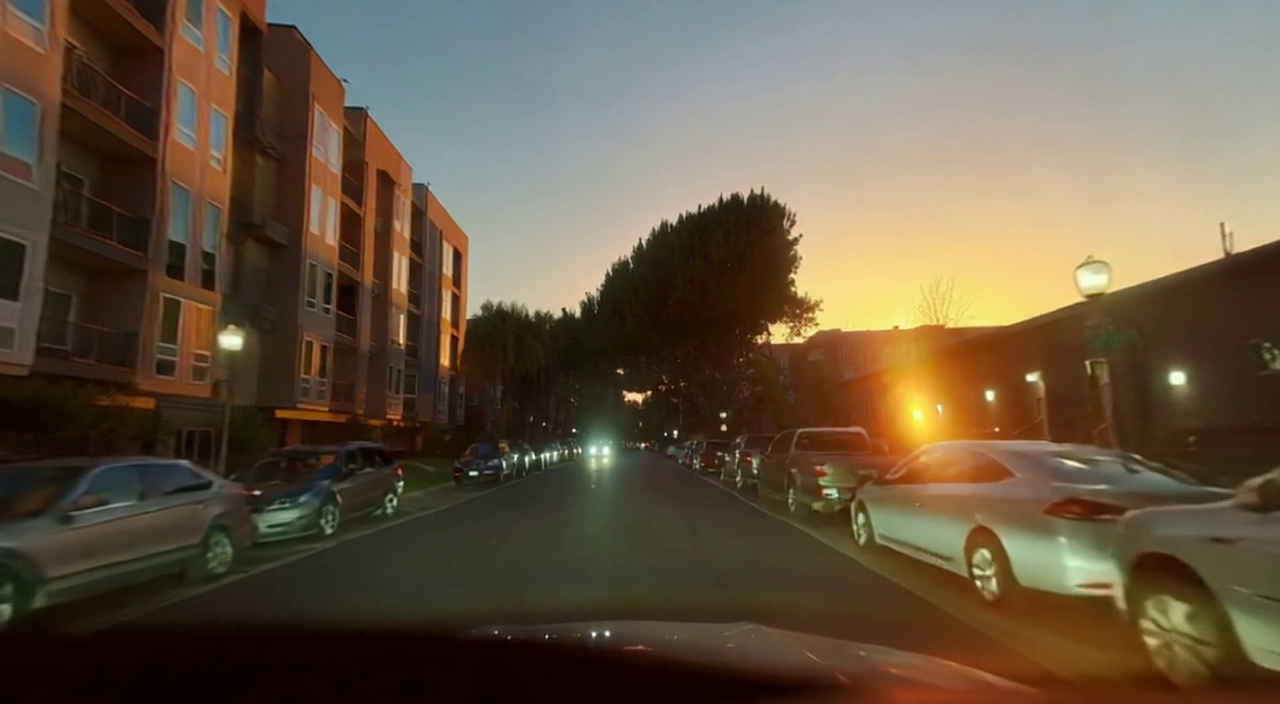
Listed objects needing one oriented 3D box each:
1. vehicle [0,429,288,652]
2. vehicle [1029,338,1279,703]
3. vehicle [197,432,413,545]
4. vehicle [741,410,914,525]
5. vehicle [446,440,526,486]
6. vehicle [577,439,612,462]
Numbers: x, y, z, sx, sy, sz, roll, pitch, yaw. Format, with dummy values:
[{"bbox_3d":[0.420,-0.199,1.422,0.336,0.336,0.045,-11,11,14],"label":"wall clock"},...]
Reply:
[{"bbox_3d":[-5.213,1.464,5.520,1.711,1.500,4.510,0,-8,-1],"label":"vehicle"},{"bbox_3d":[3.575,0.696,1.571,1.912,1.781,5.159,0,-8,0],"label":"vehicle"},{"bbox_3d":[-5.187,2.115,10.382,1.628,1.504,3.500,0,-8,-1],"label":"vehicle"},{"bbox_3d":[3.380,2.201,12.570,1.835,1.809,4.997,0,-8,-1],"label":"vehicle"},{"bbox_3d":[-5.436,3.959,22.884,1.647,1.481,4.433,0,-8,2],"label":"vehicle"},{"bbox_3d":[-3.174,6.919,44.526,1.939,1.504,4.121,-1,-8,3],"label":"vehicle"}]
